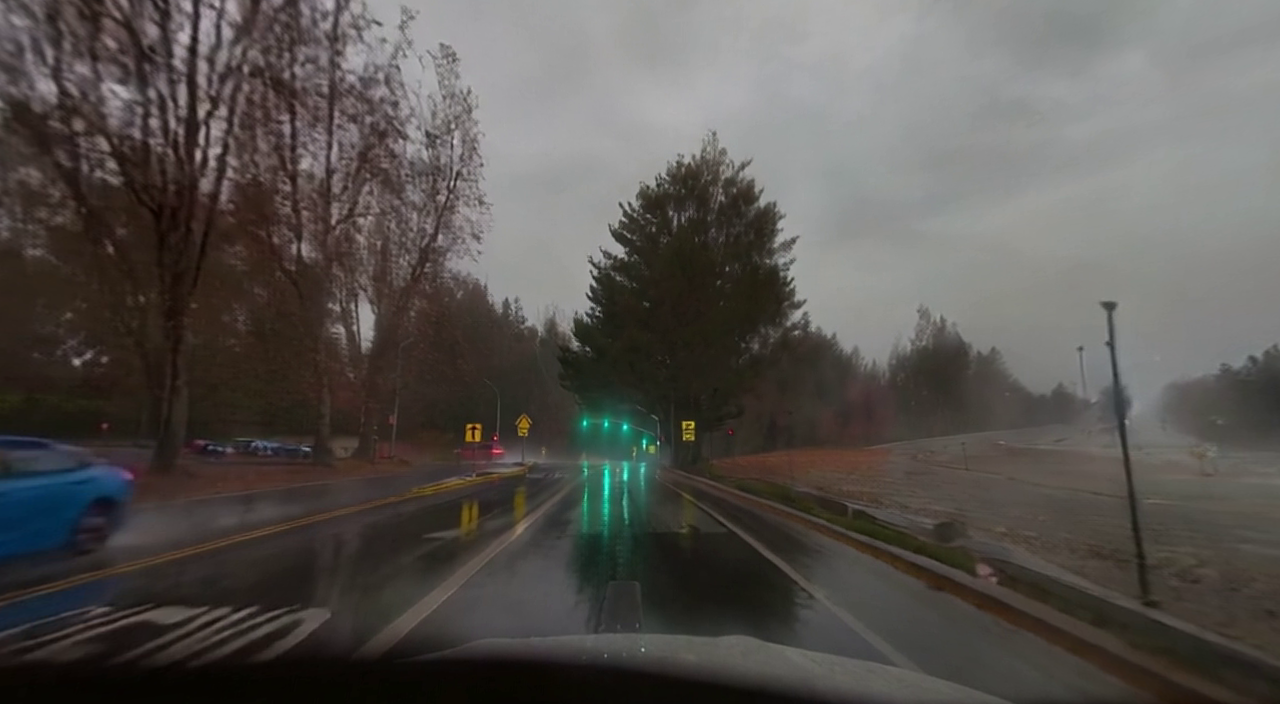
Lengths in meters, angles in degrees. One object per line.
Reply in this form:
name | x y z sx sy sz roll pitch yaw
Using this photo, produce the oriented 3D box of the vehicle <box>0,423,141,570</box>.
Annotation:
vehicle | -8.017 1.526 6.508 2.129 1.590 4.616 0 -9 -4
